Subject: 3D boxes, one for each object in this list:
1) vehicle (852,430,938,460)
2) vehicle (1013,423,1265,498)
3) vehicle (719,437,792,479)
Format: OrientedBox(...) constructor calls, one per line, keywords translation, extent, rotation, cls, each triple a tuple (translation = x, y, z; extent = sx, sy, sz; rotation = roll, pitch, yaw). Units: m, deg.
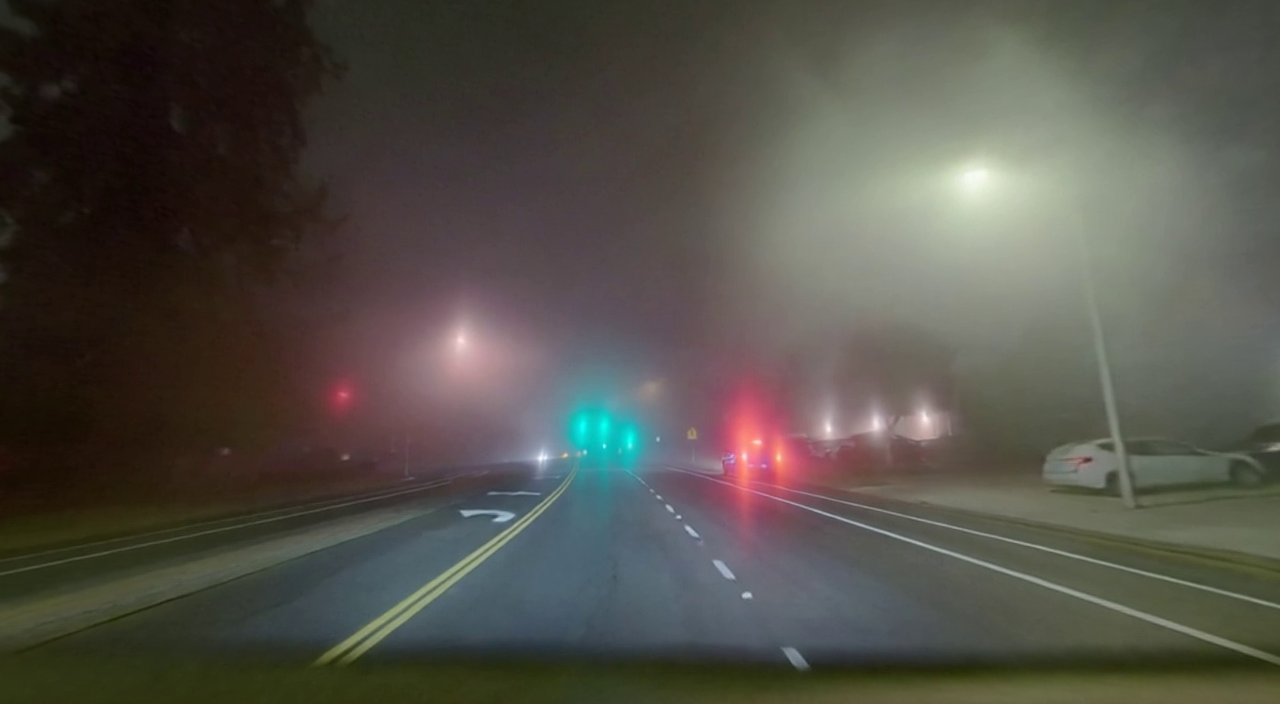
OrientedBox(translation=(16.342, 5.984, 40.669), extent=(4.623, 1.741, 1.924), rotation=(-2, -8, -3), cls="vehicle")
OrientedBox(translation=(11.427, 2.506, 14.737), extent=(4.220, 1.603, 1.884), rotation=(0, -9, 0), cls="vehicle")
OrientedBox(translation=(5.608, 5.205, 31.419), extent=(2.285, 1.868, 5.575), rotation=(0, -9, -3), cls="vehicle")
